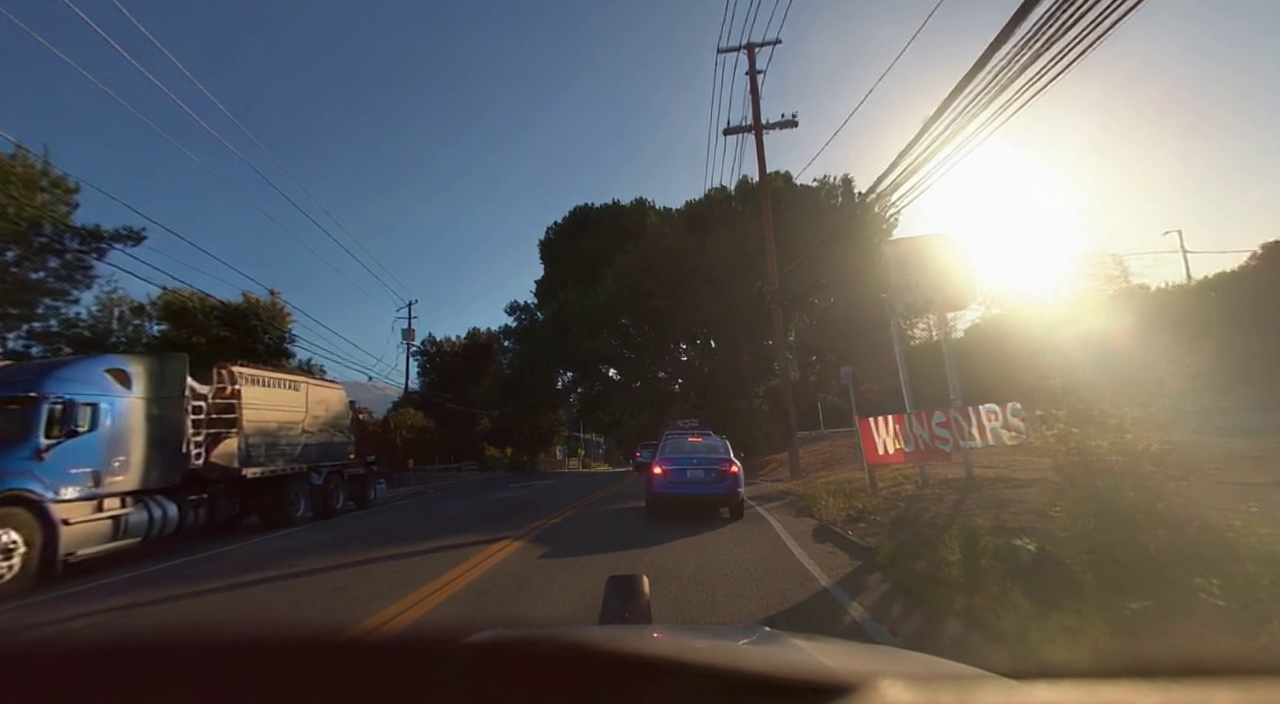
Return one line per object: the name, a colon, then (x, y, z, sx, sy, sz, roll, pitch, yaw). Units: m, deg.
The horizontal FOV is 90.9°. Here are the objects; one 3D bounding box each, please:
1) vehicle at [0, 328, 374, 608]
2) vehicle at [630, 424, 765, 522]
vehicle: (-8.261, 1.736, 10.516, 3.395, 3.071, 7.634, -7, -6, 8)
vehicle: (0.958, 2.155, 11.671, 2.081, 1.503, 3.726, 0, -8, 2)
